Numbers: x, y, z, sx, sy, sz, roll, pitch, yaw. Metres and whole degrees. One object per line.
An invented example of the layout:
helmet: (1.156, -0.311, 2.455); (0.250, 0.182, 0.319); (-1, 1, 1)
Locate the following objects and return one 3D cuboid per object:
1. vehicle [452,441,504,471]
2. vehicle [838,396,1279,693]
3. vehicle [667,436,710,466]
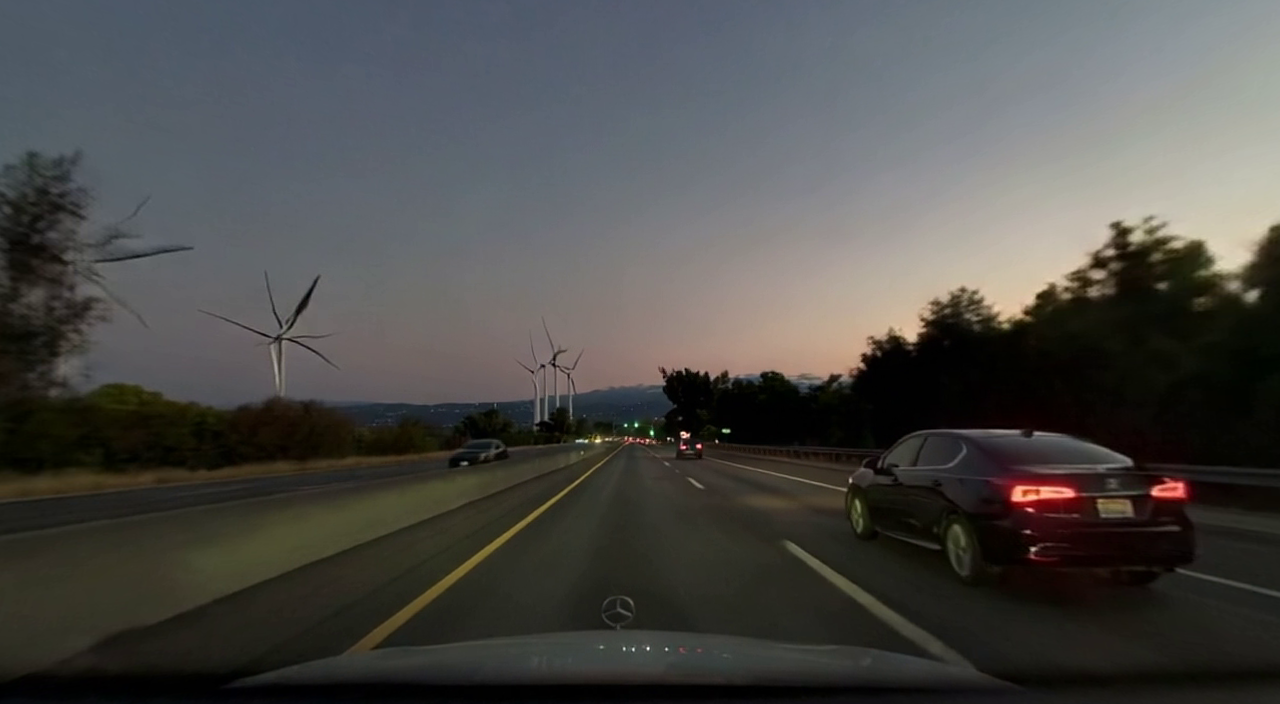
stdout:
vehicle: (-8.971, 5.777, 35.082); (1.886, 1.540, 3.814); (0, -8, 0)
vehicle: (3.576, 1.351, 5.706); (2.038, 1.624, 4.312); (0, -8, -1)
vehicle: (2.803, 5.836, 37.455); (2.066, 1.661, 4.500); (0, -8, -2)
